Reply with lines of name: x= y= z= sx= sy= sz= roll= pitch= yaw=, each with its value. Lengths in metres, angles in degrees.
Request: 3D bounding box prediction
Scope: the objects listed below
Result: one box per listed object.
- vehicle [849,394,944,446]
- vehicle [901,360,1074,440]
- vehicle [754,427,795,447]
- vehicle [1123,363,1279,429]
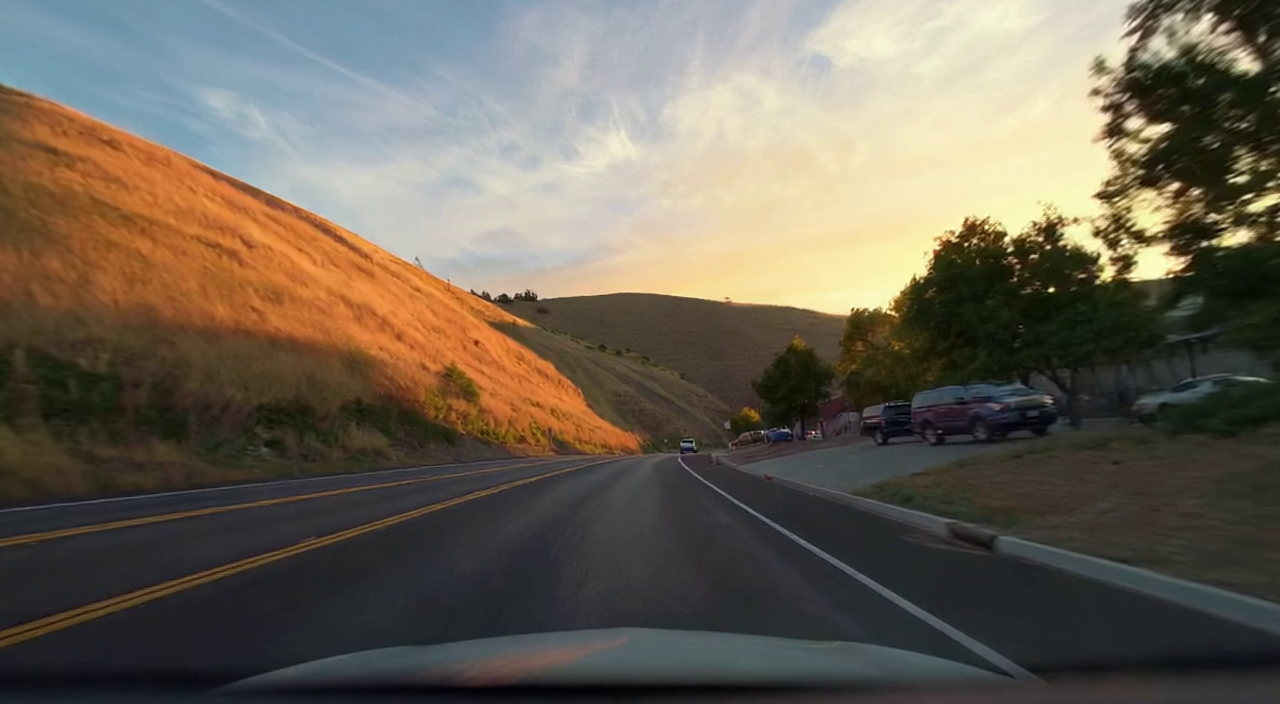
vehicle: x=9.757 y=2.713 z=24.428 sx=1.929 sy=1.593 sz=4.030 roll=-5 pitch=-10 yaw=1
vehicle: x=9.614 y=1.511 z=18.062 sx=2.108 sy=1.946 sz=4.669 roll=0 pitch=-9 yaw=-2
vehicle: x=10.521 y=6.715 z=49.799 sx=2.103 sy=1.447 sz=4.727 roll=0 pitch=-9 yaw=0
vehicle: x=18.958 y=1.589 z=20.781 sx=2.088 sy=1.731 sz=5.442 roll=-1 pitch=-9 yaw=4
